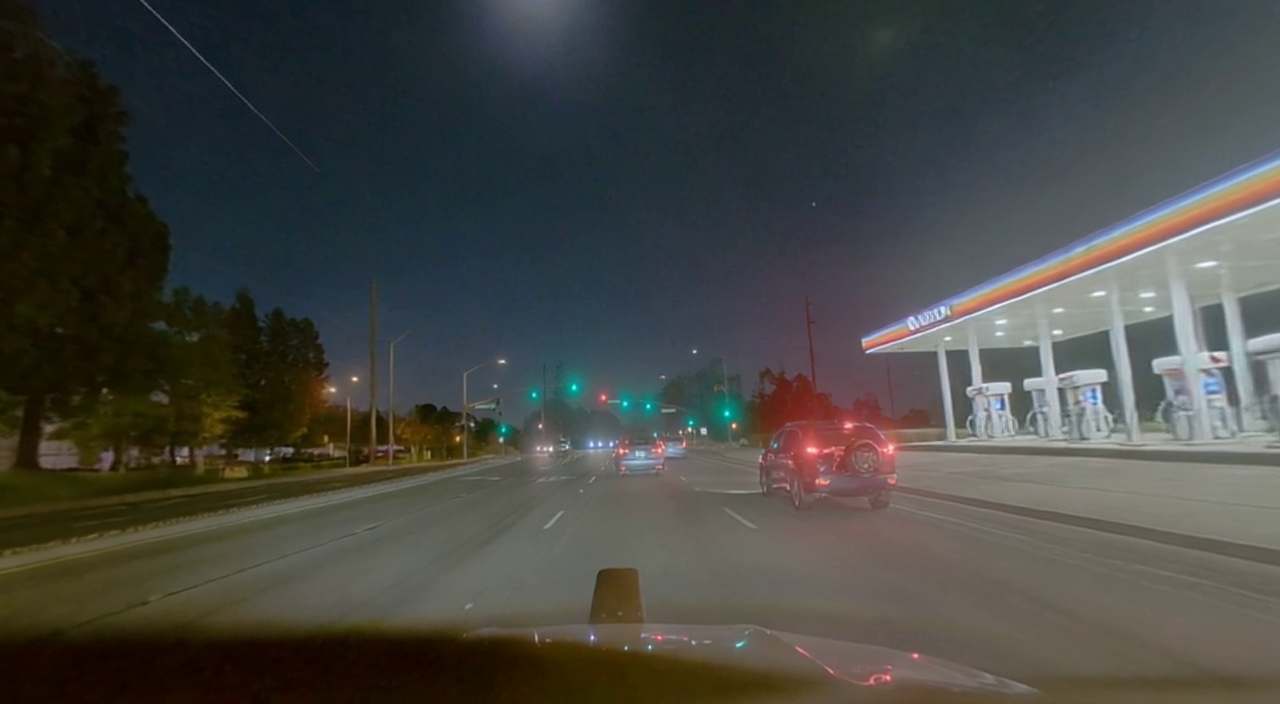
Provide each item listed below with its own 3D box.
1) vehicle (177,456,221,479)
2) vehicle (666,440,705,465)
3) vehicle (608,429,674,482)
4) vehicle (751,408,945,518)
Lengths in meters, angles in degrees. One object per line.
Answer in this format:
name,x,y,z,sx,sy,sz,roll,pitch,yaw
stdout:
vehicle,-30.746,8.002,43.981,1.948,1.452,4.370,7,-11,-40
vehicle,2.577,5.803,36.634,1.822,1.331,3.583,0,-8,-2
vehicle,-0.041,3.684,22.804,2.164,1.718,3.881,0,-8,-2
vehicle,3.863,2.189,12.926,2.116,1.791,5.006,0,-8,-2
